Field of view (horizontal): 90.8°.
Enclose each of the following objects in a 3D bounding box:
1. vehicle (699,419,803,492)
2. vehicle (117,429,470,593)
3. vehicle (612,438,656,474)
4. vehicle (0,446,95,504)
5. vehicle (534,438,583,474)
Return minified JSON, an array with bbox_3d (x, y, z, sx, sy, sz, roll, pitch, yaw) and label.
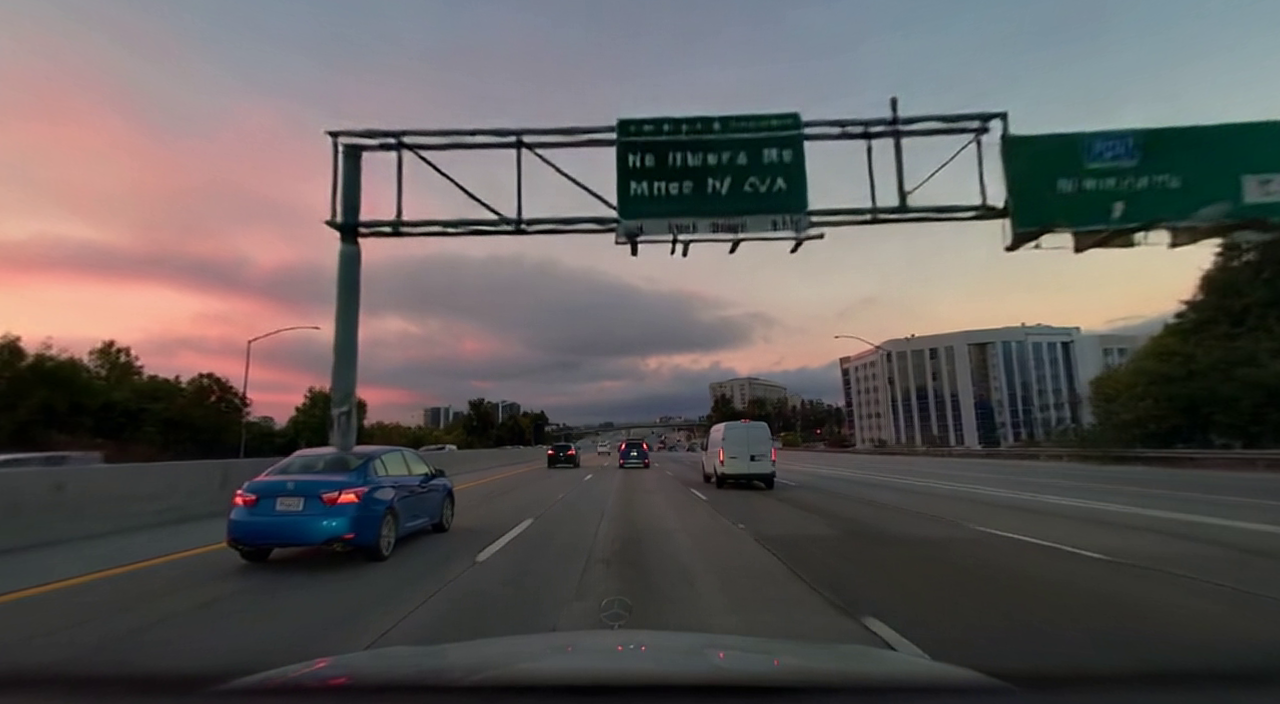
[{"bbox_3d":[3.450,3.409,21.047,2.250,2.074,5.723,0,-9,-2],"label":"vehicle"},{"bbox_3d":[-3.729,1.777,7.964,1.991,1.469,4.381,0,-9,0],"label":"vehicle"},{"bbox_3d":[-0.317,5.495,33.610,2.212,1.786,4.198,0,-9,-1],"label":"vehicle"},{"bbox_3d":[-21.212,4.033,20.950,2.054,1.809,4.665,0,-9,-1],"label":"vehicle"},{"bbox_3d":[-4.418,5.715,34.863,2.109,1.793,4.613,0,-9,0],"label":"vehicle"}]
